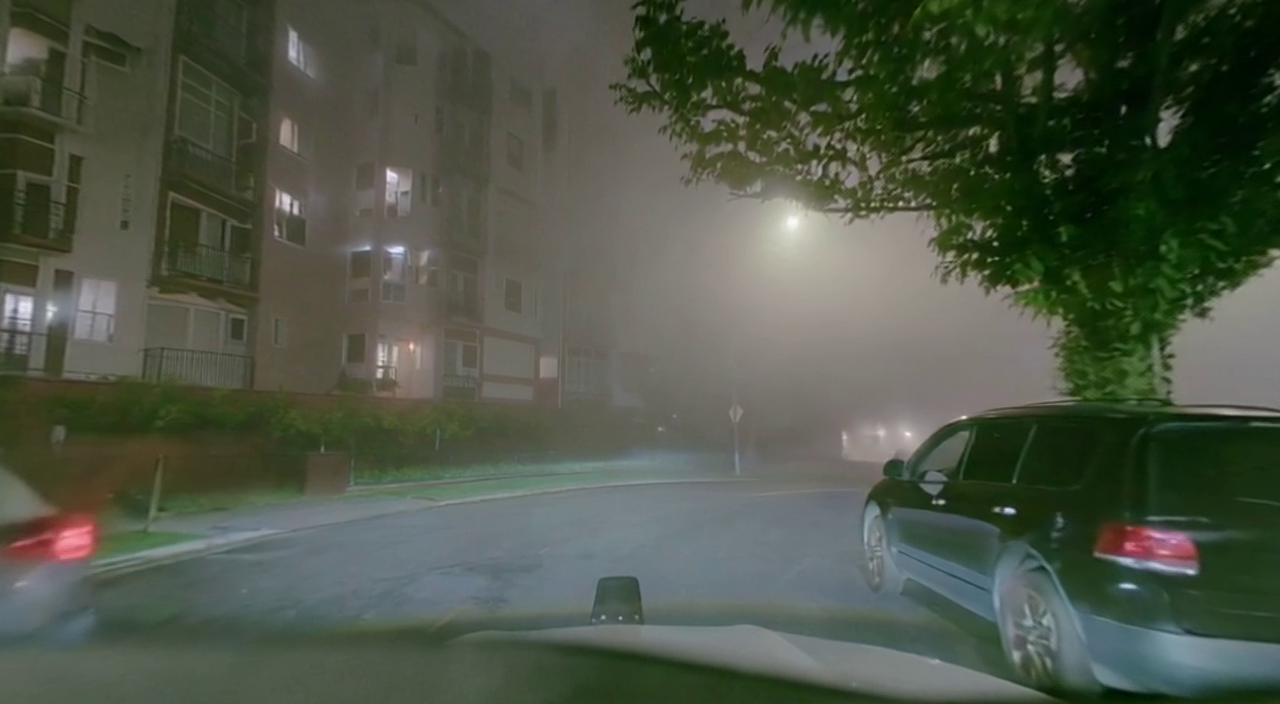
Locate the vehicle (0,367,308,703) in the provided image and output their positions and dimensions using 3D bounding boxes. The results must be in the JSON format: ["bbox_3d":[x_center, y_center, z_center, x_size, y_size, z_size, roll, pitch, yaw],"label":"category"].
[{"bbox_3d":[-2.649,0.641,0.418,2.210,1.516,4.804,0,-8,1],"label":"vehicle"}]

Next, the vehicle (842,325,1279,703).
[{"bbox_3d":[2.982,1.071,3.853,2.020,1.734,4.402,0,-8,0],"label":"vehicle"}]
